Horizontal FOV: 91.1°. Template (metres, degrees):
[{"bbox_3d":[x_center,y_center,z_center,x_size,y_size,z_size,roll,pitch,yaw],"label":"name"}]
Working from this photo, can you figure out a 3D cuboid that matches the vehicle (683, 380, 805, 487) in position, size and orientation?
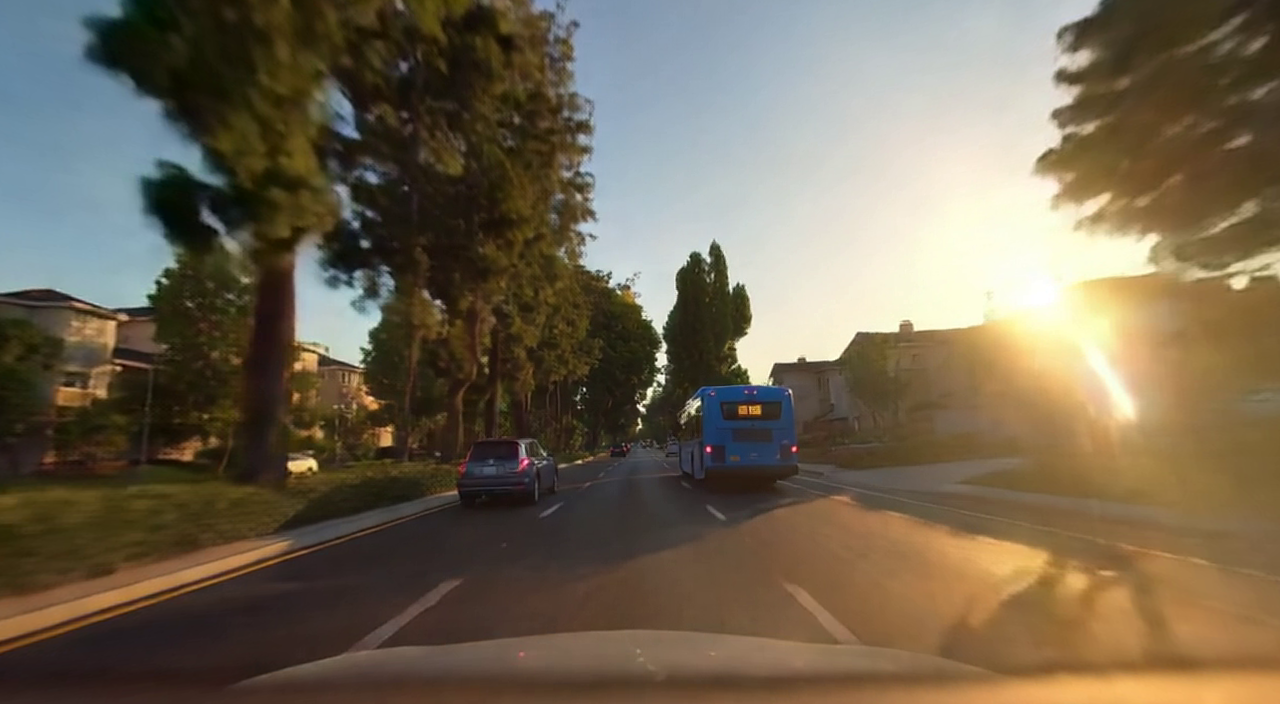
[{"bbox_3d":[3.644,3.438,25.806,3.072,3.278,12.747,0,-8,1],"label":"vehicle"}]

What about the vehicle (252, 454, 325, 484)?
[{"bbox_3d":[-22.270,7.417,40.028,2.018,1.648,4.631,0,-8,-1],"label":"vehicle"}]

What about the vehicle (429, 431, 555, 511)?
[{"bbox_3d":[-3.616,2.978,16.262,2.111,1.767,4.333,0,-8,1],"label":"vehicle"}]
